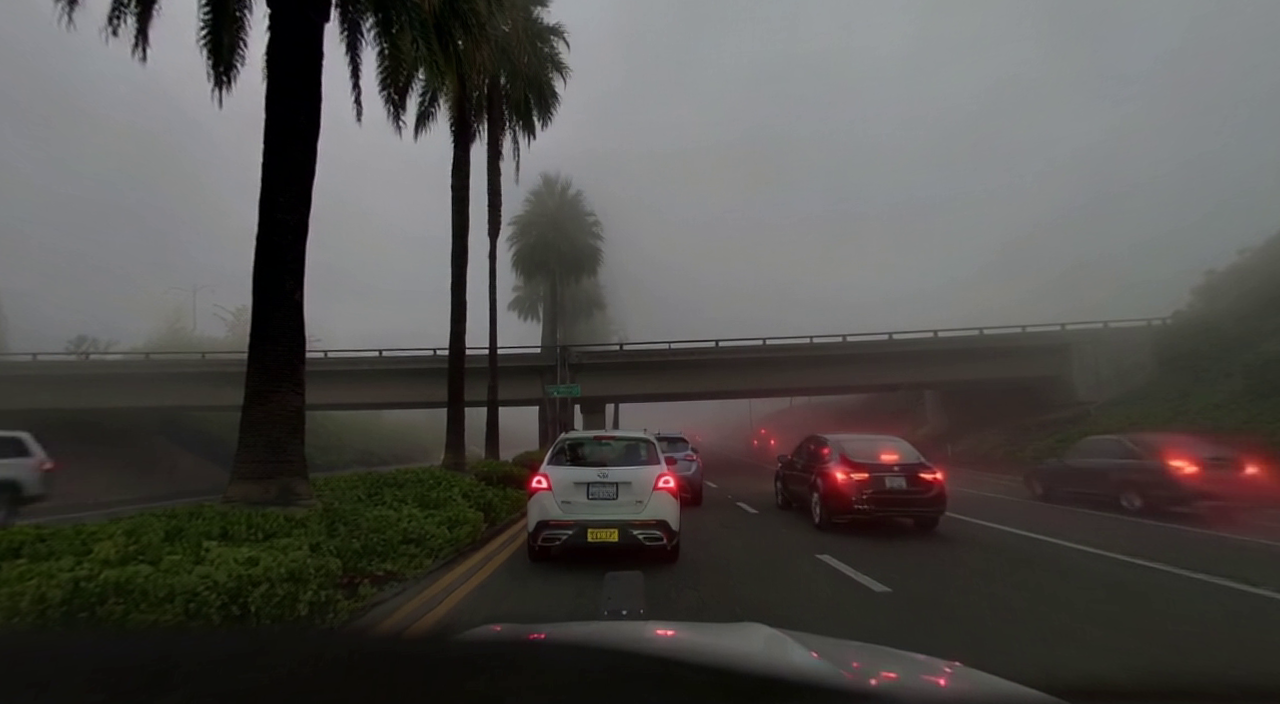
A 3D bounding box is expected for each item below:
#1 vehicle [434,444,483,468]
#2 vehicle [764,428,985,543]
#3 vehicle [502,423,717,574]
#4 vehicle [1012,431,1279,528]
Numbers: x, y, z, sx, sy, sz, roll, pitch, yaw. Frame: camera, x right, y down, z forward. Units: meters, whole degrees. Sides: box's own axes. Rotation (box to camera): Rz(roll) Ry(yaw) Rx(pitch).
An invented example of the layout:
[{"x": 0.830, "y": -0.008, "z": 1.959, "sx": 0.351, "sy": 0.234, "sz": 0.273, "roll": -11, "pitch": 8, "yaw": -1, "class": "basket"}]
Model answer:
[{"x": -12.317, "y": 7.062, "z": 42.867, "sx": 1.933, "sy": 1.486, "sz": 4.449, "roll": 0, "pitch": -9, "yaw": 1, "class": "vehicle"}, {"x": 3.624, "y": 2.151, "z": 10.875, "sx": 2.034, "sy": 1.517, "sz": 4.840, "roll": 0, "pitch": -9, "yaw": 1, "class": "vehicle"}, {"x": -0.248, "y": 1.779, "z": 8.413, "sx": 2.172, "sy": 1.506, "sz": 4.018, "roll": 0, "pitch": -9, "yaw": 2, "class": "vehicle"}, {"x": 9.536, "y": 2.306, "z": 12.044, "sx": 2.100, "sy": 1.469, "sz": 4.772, "roll": -1, "pitch": -9, "yaw": 4, "class": "vehicle"}]
